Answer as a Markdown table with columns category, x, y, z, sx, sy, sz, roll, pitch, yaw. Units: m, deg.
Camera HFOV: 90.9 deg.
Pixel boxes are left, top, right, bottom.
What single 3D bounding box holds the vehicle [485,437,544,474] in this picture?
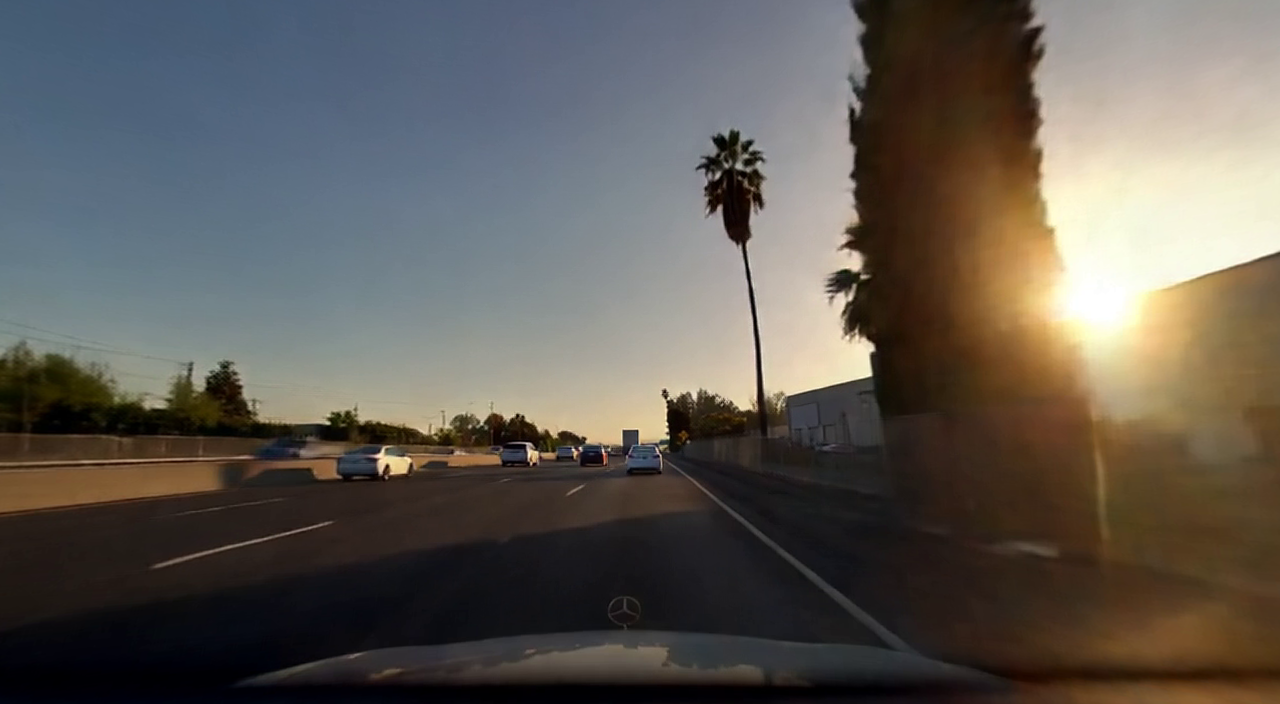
| category | x | y | z | sx | sy | sz | roll | pitch | yaw |
| --- | --- | --- | --- | --- | --- | --- | --- | --- | --- |
| vehicle | -6.616 | 5.507 | 33.823 | 2.105 | 1.790 | 4.689 | 0 | -8 | 2 |

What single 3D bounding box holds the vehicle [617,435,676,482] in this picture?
| category | x | y | z | sx | sy | sz | roll | pitch | yaw |
| --- | --- | --- | --- | --- | --- | --- | --- | --- | --- |
| vehicle | 0.248 | 4.177 | 24.975 | 2.136 | 1.678 | 4.052 | 0 | -8 | 1 |

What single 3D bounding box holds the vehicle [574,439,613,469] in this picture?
| category | x | y | z | sx | sy | sz | roll | pitch | yaw |
| --- | --- | --- | --- | --- | --- | --- | --- | --- | --- |
| vehicle | -3.016 | 6.770 | 42.080 | 2.108 | 1.832 | 4.549 | 0 | -8 | 2 |

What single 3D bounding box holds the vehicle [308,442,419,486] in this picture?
| category | x | y | z | sx | sy | sz | roll | pitch | yaw |
| --- | --- | --- | --- | --- | --- | --- | --- | --- | --- |
| vehicle | -10.416 | 4.231 | 24.264 | 1.910 | 1.501 | 5.004 | 0 | -8 | 2 |

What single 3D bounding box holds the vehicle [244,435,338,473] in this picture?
| category | x | y | z | sx | sy | sz | roll | pitch | yaw |
| --- | --- | --- | --- | --- | --- | --- | --- | --- | --- |
| vehicle | -20.689 | 6.038 | 37.749 | 2.304 | 2.072 | 5.532 | 0 | -8 | 2 |
